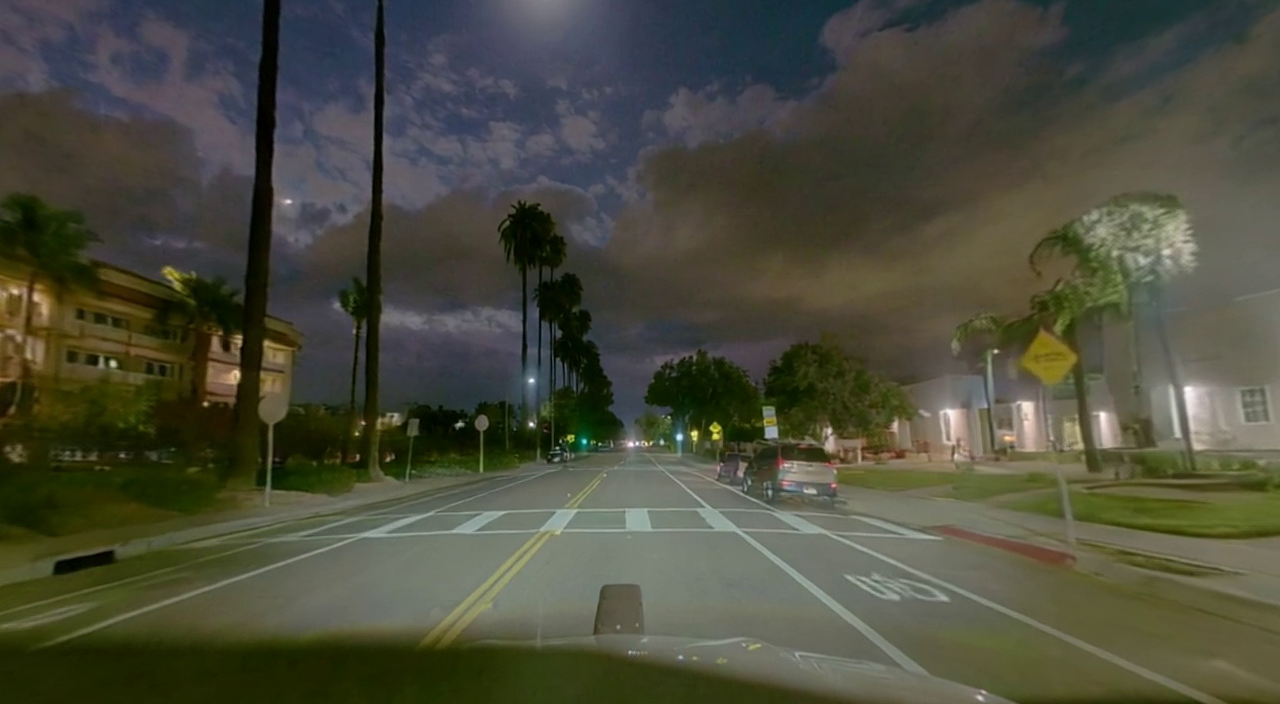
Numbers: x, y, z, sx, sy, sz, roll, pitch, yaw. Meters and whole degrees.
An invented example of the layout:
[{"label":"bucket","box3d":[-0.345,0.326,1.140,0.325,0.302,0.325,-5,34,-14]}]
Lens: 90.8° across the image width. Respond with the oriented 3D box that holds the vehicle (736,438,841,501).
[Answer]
[{"label":"vehicle","box3d":[4.295,3.489,19.102,1.997,1.640,4.494,0,-9,-1]}]
